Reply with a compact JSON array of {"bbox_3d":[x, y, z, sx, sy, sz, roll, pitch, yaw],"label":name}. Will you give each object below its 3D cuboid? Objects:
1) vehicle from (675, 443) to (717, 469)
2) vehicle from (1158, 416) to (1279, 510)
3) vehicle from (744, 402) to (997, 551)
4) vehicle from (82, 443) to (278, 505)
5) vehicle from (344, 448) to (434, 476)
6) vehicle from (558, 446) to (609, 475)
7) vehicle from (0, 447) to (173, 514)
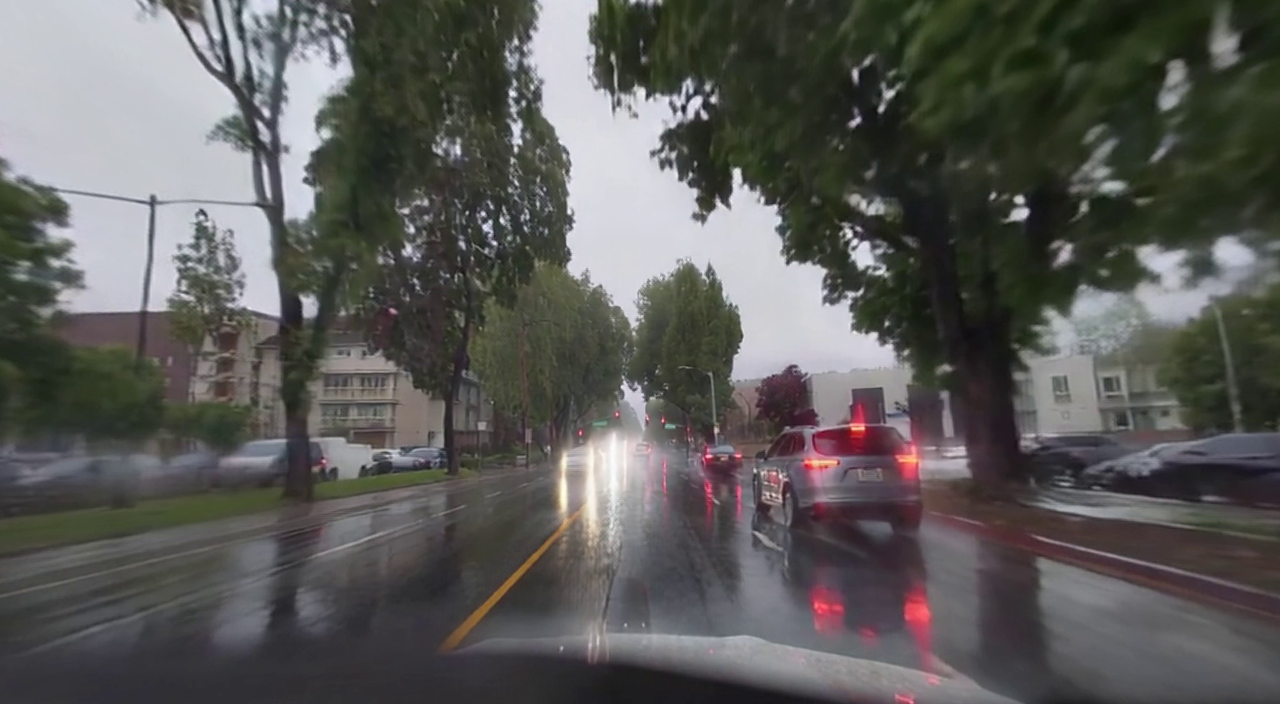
[{"bbox_3d":[3.406,6.394,38.975,2.072,1.471,4.834,0,-9,-1],"label":"vehicle"},{"bbox_3d":[12.165,1.978,11.465,3.671,1.529,2.056,0,-9,-3],"label":"vehicle"},{"bbox_3d":[3.331,1.950,10.573,2.251,1.861,5.144,0,-9,0],"label":"vehicle"},{"bbox_3d":[-14.834,3.867,20.513,4.835,1.766,2.076,7,-11,-41],"label":"vehicle"},{"bbox_3d":[-14.352,6.269,36.189,4.318,1.483,1.994,7,-11,-41],"label":"vehicle"},{"bbox_3d":[-2.901,5.679,33.276,2.133,1.439,4.280,-1,-9,3],"label":"vehicle"},{"bbox_3d":[-15.078,3.395,16.831,3.993,1.566,2.114,5,-12,-33],"label":"vehicle"}]
